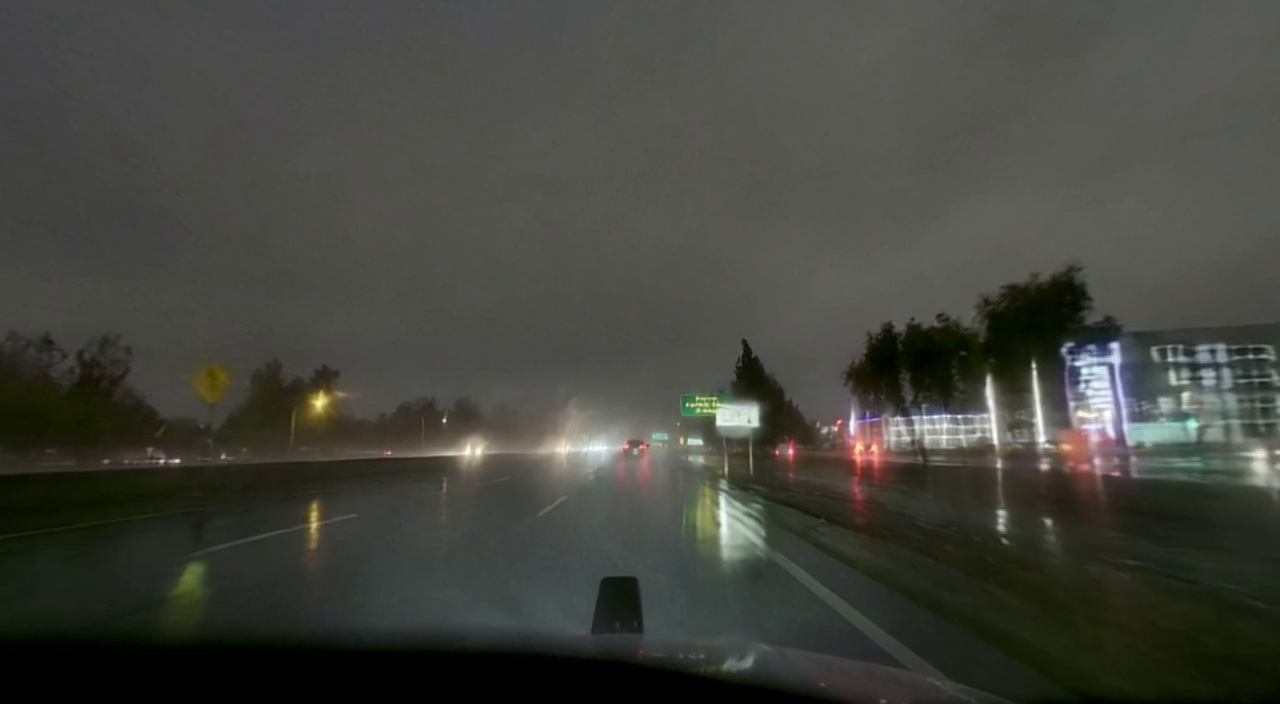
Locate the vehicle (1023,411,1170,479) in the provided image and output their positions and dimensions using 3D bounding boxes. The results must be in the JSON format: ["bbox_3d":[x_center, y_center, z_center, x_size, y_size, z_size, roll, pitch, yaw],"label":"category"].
[{"bbox_3d":[24.754,5.117,34.918,3.065,3.244,7.356,-3,-8,6],"label":"vehicle"}]
